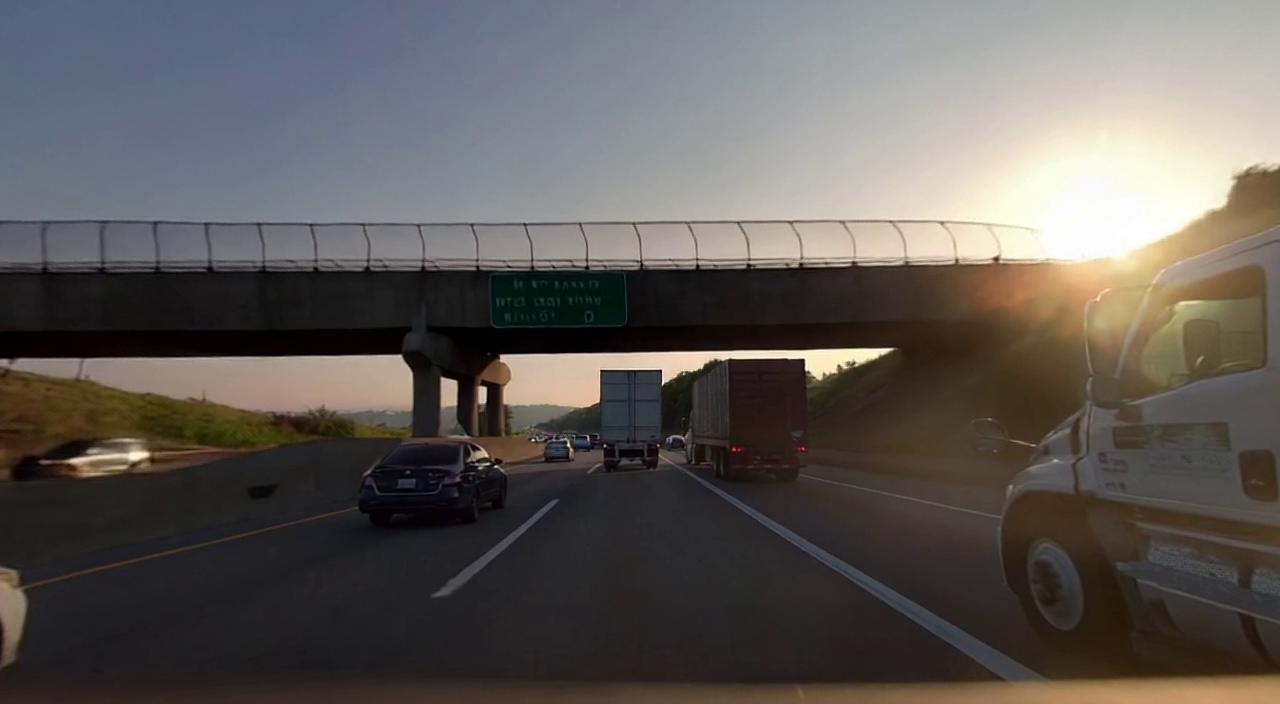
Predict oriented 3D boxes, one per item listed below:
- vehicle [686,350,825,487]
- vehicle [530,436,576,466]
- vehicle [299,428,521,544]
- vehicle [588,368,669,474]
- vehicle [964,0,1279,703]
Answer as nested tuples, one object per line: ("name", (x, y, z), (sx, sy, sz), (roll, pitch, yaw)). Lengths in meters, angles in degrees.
("vehicle", (3.681, 2.658, 23.638), (2.817, 3.886, 11.491), (0, -8, -1))
("vehicle", (-4.574, 5.254, 33.620), (2.049, 1.483, 3.786), (0, -8, -2))
("vehicle", (-3.371, 2.029, 10.391), (1.894, 1.460, 4.662), (0, -8, 0))
("vehicle", (-0.471, 3.345, 29.428), (3.090, 4.065, 10.702), (0, -8, 0))
("vehicle", (3.953, -0.378, 1.428), (3.074, 3.896, 5.910), (0, -8, -1))
